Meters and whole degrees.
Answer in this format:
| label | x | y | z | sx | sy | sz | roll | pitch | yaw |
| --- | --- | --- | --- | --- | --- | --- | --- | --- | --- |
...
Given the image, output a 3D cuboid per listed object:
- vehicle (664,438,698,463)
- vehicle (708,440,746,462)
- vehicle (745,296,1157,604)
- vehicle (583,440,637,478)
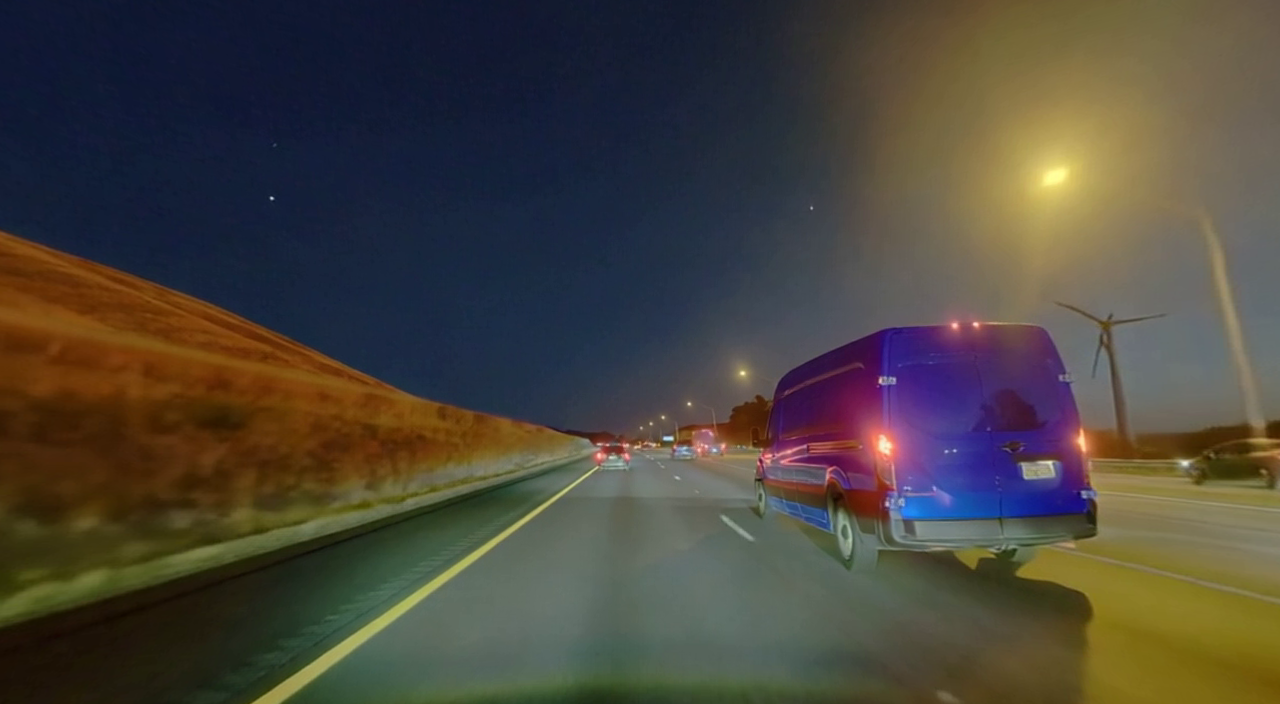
| label | x | y | z | sx | sy | sz | roll | pitch | yaw |
| --- | --- | --- | --- | --- | --- | --- | --- | --- | --- |
| vehicle | 2.934 | 7.092 | 45.770 | 2.108 | 1.717 | 3.996 | 0 | -8 | -1 |
| vehicle | 6.328 | 7.250 | 46.355 | 1.958 | 1.514 | 4.930 | 0 | -8 | -1 |
| vehicle | 3.121 | 1.227 | 8.335 | 2.365 | 2.630 | 5.754 | 0 | -8 | -1 |
| vehicle | -1.160 | 4.402 | 26.182 | 2.082 | 1.445 | 3.826 | 0 | -8 | -1 |
